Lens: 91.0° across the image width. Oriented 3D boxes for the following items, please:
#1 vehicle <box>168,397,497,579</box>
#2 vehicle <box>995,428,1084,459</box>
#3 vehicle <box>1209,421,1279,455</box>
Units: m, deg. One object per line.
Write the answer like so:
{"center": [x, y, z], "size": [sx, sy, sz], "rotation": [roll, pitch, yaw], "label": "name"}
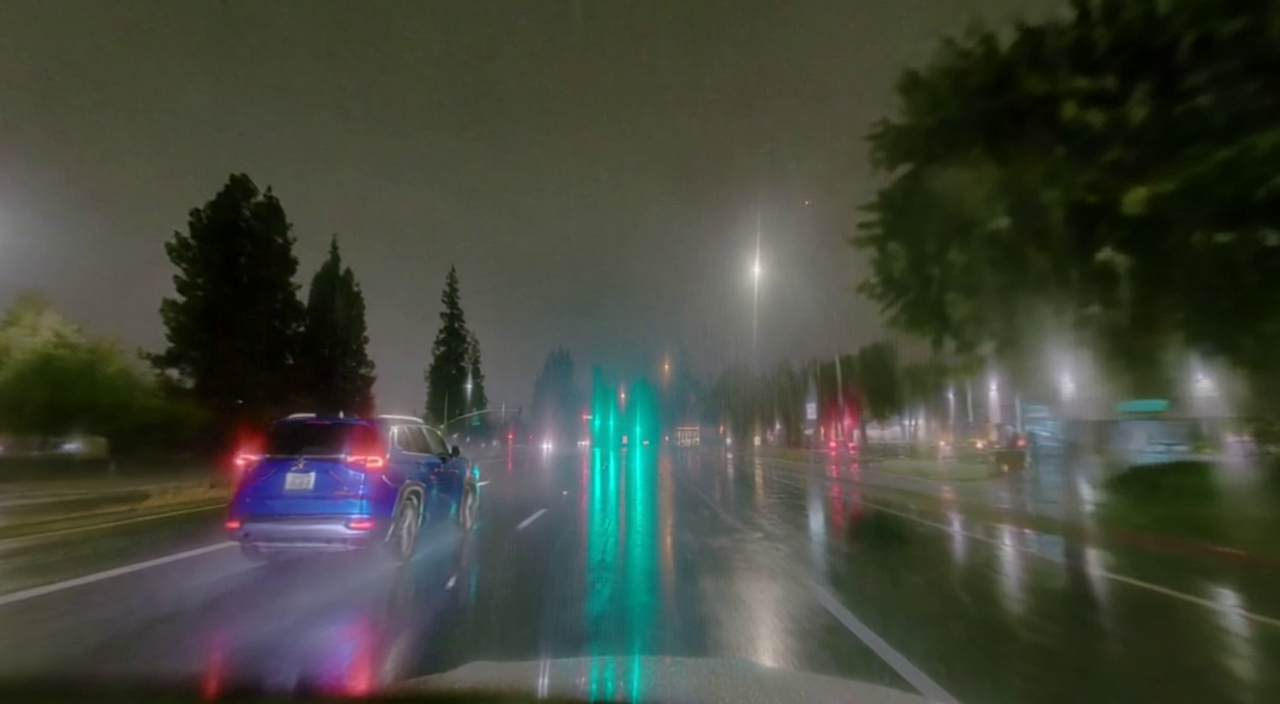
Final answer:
{"center": [-3.440, 1.619, 8.287], "size": [2.033, 1.713, 4.503], "rotation": [0, -8, 0], "label": "vehicle"}
{"center": [23.267, 5.322, 36.762], "size": [4.000, 1.458, 1.640], "rotation": [-4, -6, 0], "label": "vehicle"}
{"center": [39.108, 5.240, 38.515], "size": [2.117, 2.004, 5.795], "rotation": [2, -9, -22], "label": "vehicle"}
